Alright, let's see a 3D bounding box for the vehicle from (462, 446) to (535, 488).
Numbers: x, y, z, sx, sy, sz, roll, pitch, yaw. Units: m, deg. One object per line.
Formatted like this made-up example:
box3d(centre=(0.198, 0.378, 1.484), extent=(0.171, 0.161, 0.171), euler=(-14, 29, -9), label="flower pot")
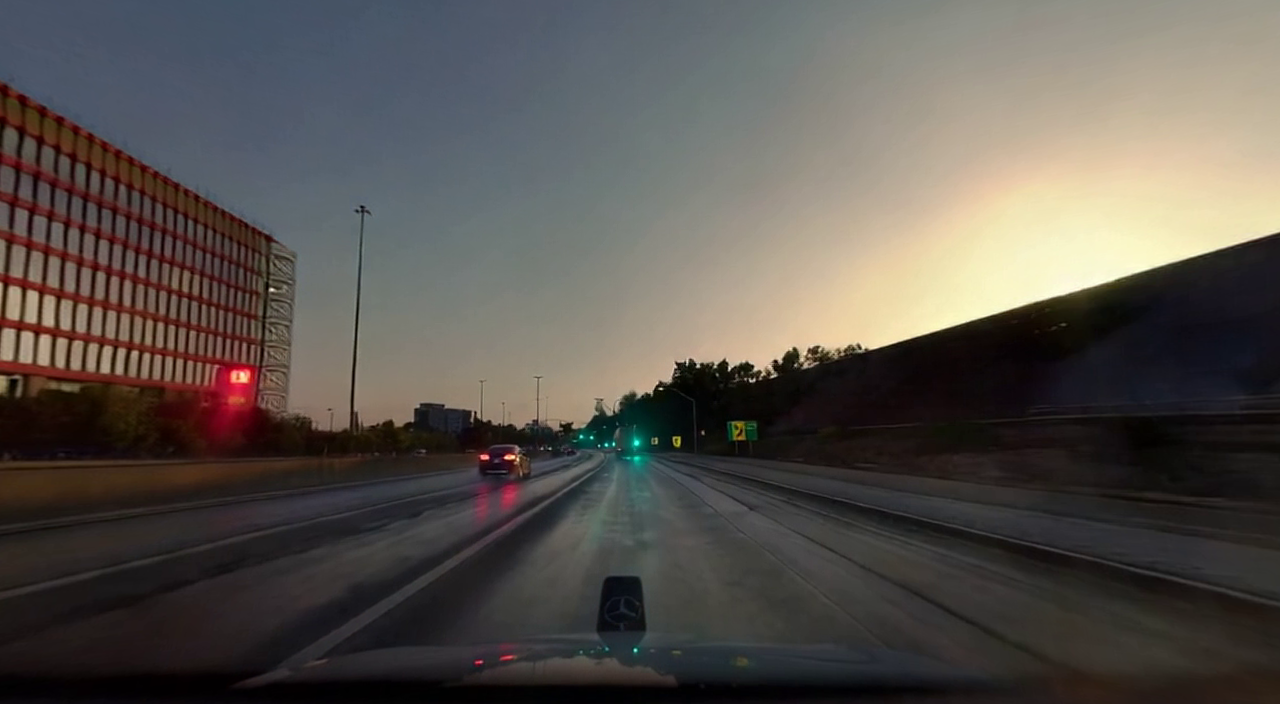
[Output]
box3d(centre=(-5.584, 4.572, 25.464), extent=(1.943, 1.510, 4.201), euler=(0, -9, 0), label="vehicle")
